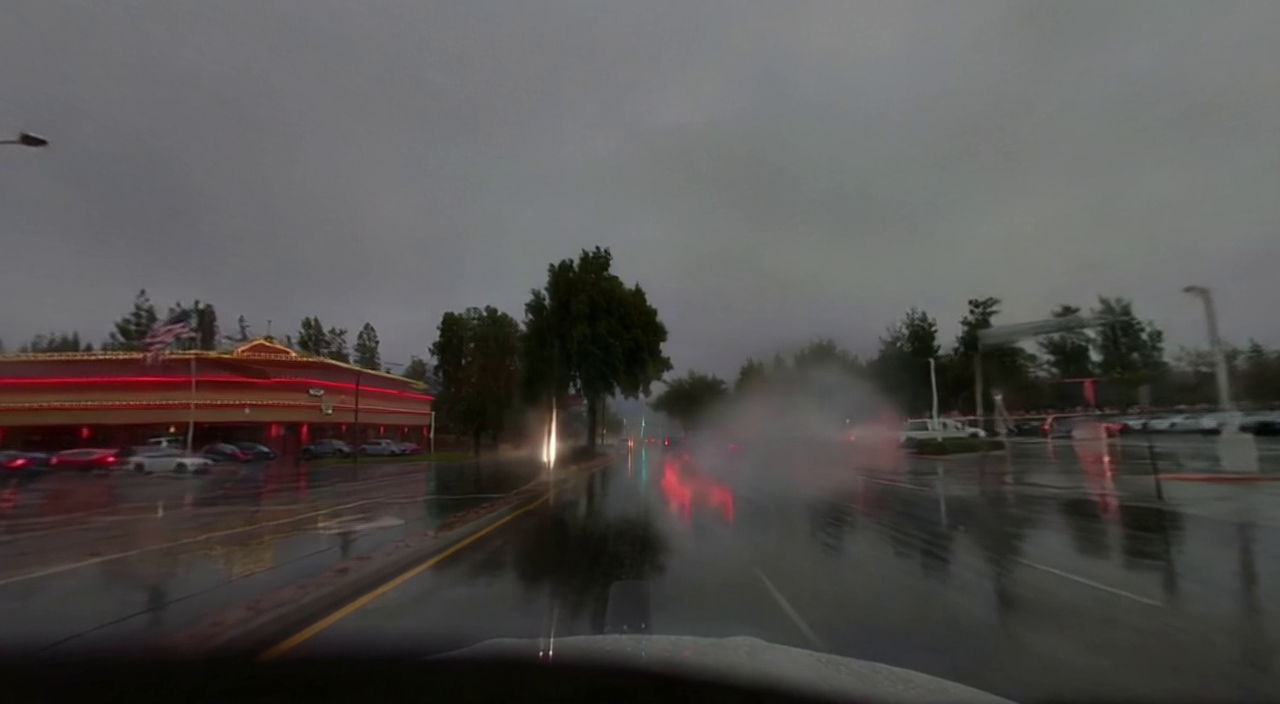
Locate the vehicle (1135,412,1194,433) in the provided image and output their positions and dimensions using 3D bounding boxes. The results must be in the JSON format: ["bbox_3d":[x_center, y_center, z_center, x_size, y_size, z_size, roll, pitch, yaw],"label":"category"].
[{"bbox_3d":[40.932,5.581,49.315,1.920,1.478,4.241,-2,-9,16],"label":"vehicle"}]

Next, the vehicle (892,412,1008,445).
[{"bbox_3d":[19.591,4.900,40.049,6.173,1.962,2.208,0,-9,0],"label":"vehicle"}]

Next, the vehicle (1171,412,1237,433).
[{"bbox_3d":[43.410,5.497,48.647,1.910,1.454,4.183,-2,-9,13],"label":"vehicle"}]

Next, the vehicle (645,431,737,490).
[{"bbox_3d":[1.320,3.114,18.471,2.091,1.472,4.697,0,-8,-3],"label":"vehicle"}]

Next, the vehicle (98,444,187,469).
[{"bbox_3d":[-33.545,7.046,42.587,4.214,1.609,2.092,0,-8,-2],"label":"vehicle"}]

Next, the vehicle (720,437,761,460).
[{"bbox_3d":[6.844,6.655,43.445,2.016,1.479,4.532,0,-8,-1],"label":"vehicle"}]

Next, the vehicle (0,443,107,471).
[{"bbox_3d":[-39.439,7.052,42.427,5.172,1.747,2.002,0,-8,0],"label":"vehicle"}]
